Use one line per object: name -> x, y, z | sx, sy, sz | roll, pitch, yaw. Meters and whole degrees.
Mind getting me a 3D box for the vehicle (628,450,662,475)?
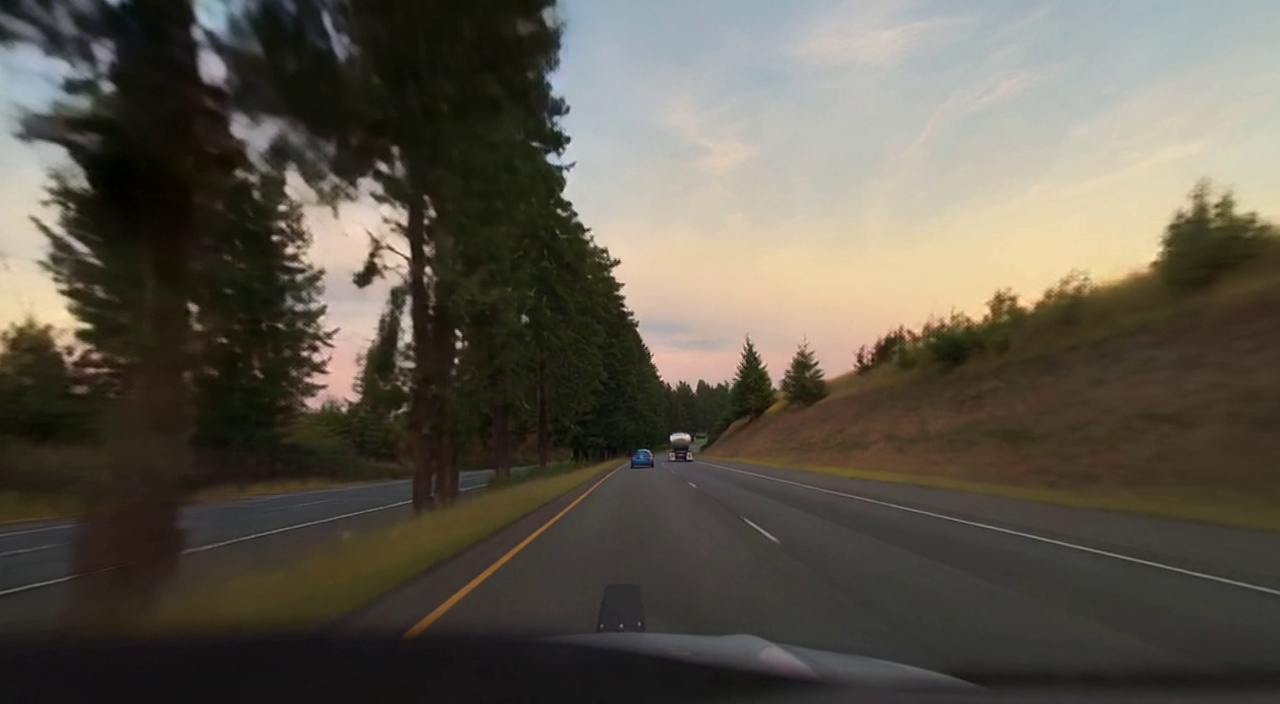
vehicle -> 0.289, 6.487, 37.272 | 1.926, 1.386, 3.615 | 0, -9, 0
